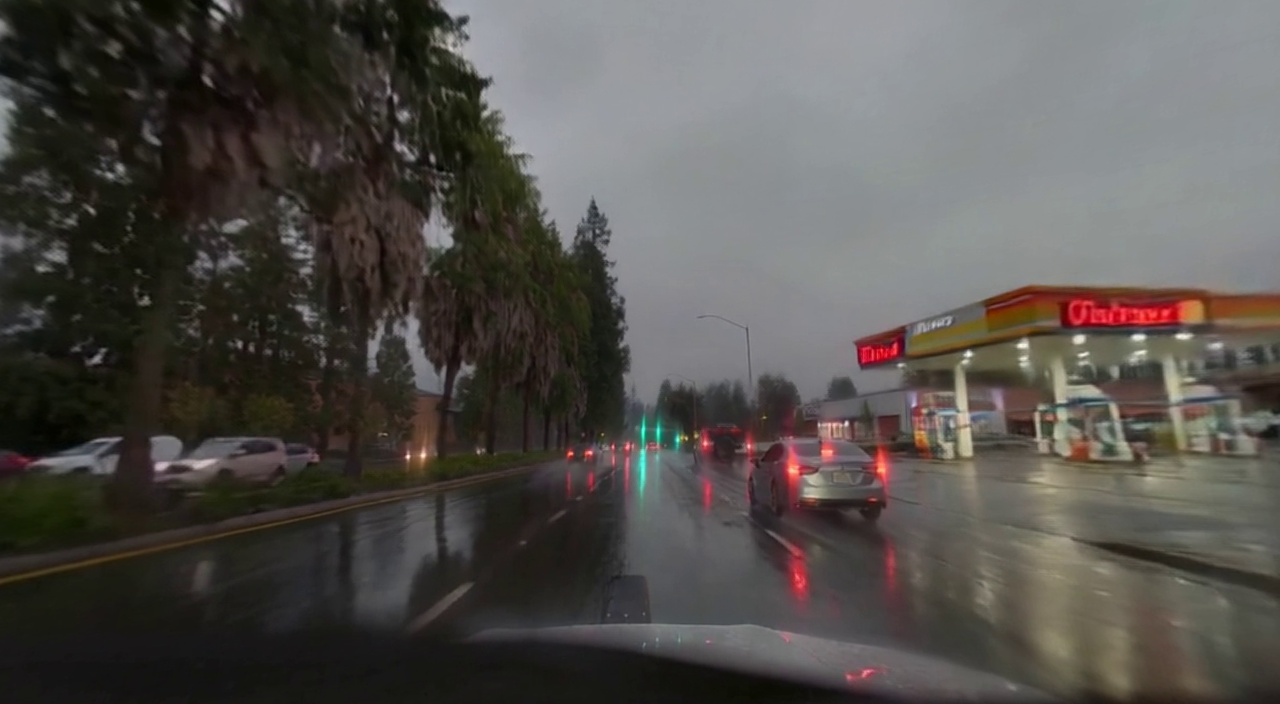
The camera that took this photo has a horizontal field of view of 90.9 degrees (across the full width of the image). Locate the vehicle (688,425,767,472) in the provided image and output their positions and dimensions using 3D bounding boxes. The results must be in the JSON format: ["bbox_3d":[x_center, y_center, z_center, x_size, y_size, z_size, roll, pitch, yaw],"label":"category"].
[{"bbox_3d":[4.299,4.968,32.538,3.245,2.199,6.295,0,-8,0],"label":"vehicle"}]

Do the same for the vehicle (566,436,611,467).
[{"bbox_3d":[-3.050,6.049,38.461,2.250,1.713,4.422,0,-8,2],"label":"vehicle"}]

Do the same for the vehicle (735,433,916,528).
[{"bbox_3d":[3.287,2.387,12.354,2.095,1.475,4.686,0,-8,0],"label":"vehicle"}]

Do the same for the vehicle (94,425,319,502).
[{"bbox_3d":[-11.365,2.960,17.249,2.141,1.751,5.451,0,-8,2],"label":"vehicle"}]
